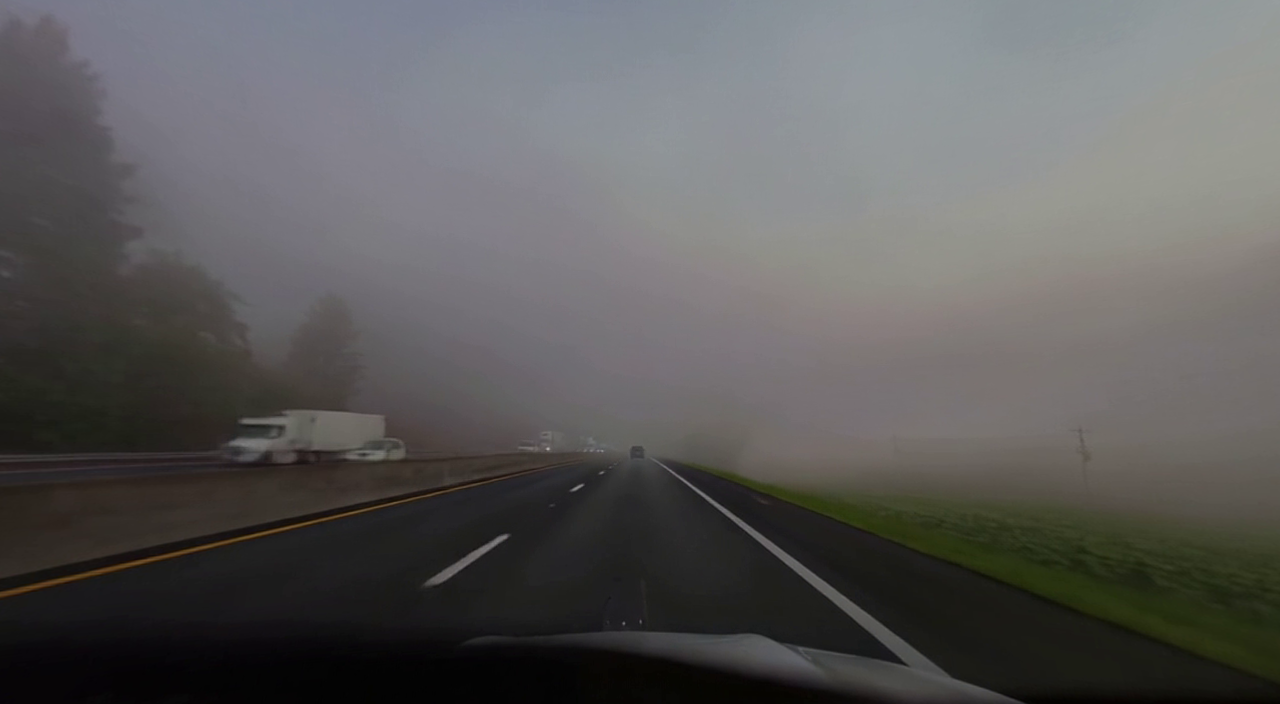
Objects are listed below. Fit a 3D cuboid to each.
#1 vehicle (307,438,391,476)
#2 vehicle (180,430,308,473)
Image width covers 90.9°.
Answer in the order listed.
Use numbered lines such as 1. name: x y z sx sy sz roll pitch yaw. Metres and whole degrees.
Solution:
1. vehicle: -11.596 4.195 25.360 1.772 1.418 3.370 0 -9 -1
2. vehicle: -15.730 4.007 25.389 2.202 1.541 4.490 0 -9 0
